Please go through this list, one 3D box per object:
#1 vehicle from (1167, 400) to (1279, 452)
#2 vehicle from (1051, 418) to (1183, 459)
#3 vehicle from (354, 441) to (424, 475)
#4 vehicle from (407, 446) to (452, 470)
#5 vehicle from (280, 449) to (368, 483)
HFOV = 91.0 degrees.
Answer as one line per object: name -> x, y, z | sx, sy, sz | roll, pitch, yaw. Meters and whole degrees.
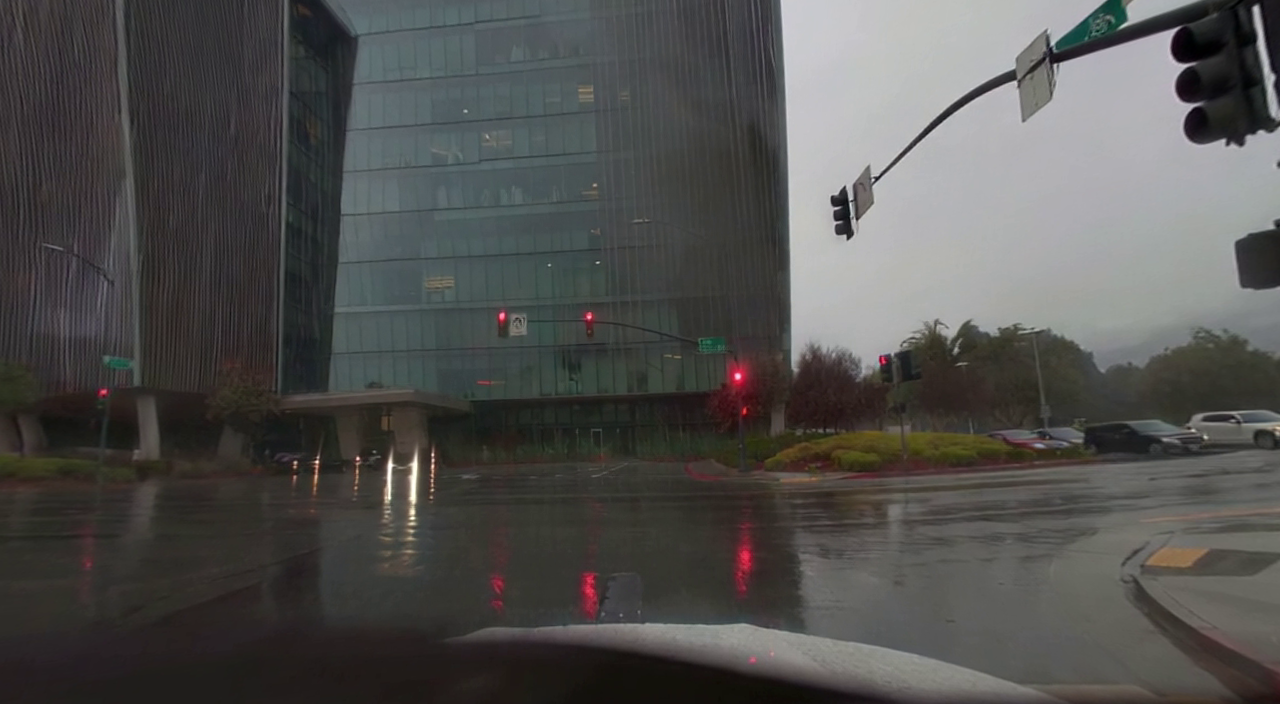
vehicle -> 24.408, 3.026, 25.195 | 2.109, 1.836, 5.080 | -2, -10, 0
vehicle -> 19.072, 3.524, 25.495 | 1.834, 1.480, 4.458 | 0, -9, -1
vehicle -> -14.891, 6.307, 37.729 | 2.091, 1.915, 5.040 | 0, -9, 0
vehicle -> -15.146, 7.641, 45.577 | 1.932, 1.605, 4.146 | 1, -9, -2
vehicle -> -14.805, 5.333, 29.794 | 1.790, 1.437, 4.349 | 0, -9, 2
